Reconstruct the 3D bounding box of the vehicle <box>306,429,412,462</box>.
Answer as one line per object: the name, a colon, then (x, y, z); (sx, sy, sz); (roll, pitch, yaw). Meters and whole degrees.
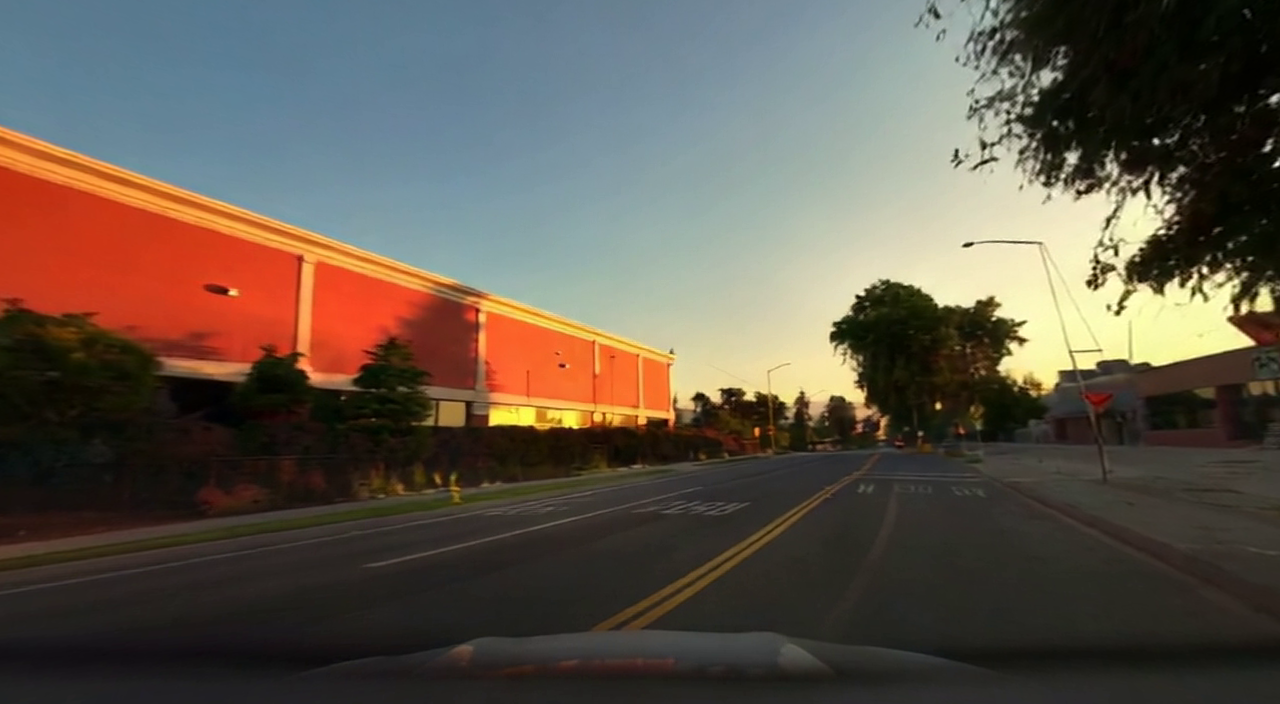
vehicle: (-15.278, 5.092, 34.282); (5.035, 1.666, 2.449); (-4, -9, 25)
